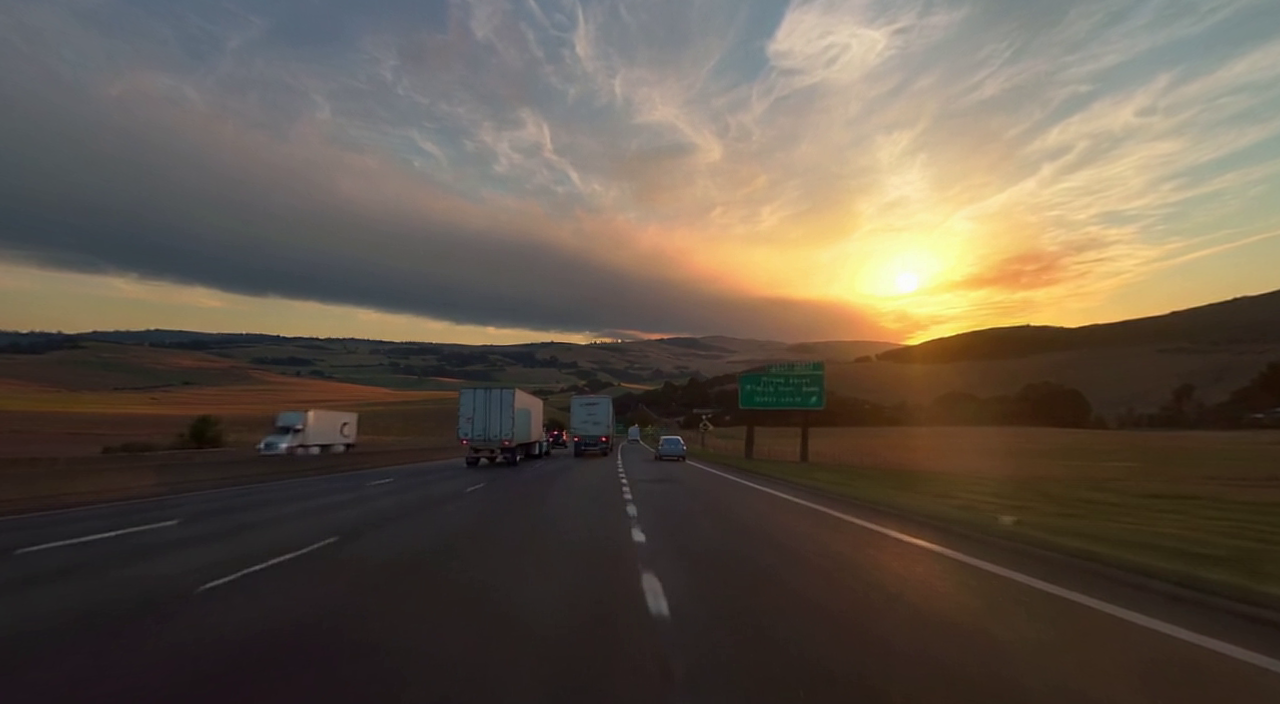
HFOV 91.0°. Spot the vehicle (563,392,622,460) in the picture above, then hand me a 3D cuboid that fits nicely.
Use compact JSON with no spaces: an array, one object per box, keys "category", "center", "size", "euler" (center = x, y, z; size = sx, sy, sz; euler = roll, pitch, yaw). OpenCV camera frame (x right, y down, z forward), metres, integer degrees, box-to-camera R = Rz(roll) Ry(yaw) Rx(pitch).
[{"category":"vehicle","center":[-3.377,5.624,46.449],"size":[3.475,4.037,17.454],"euler":[0,-8,-4]}]

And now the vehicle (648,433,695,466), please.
[{"category":"vehicle","center":[1.477,4.726,30.628],"size":[1.891,1.477,3.599],"euler":[0,-8,-3]}]

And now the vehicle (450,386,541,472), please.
[{"category":"vehicle","center":[-6.310,3.527,28.623],"size":[2.728,3.405,7.096],"euler":[0,-8,-3]}]
